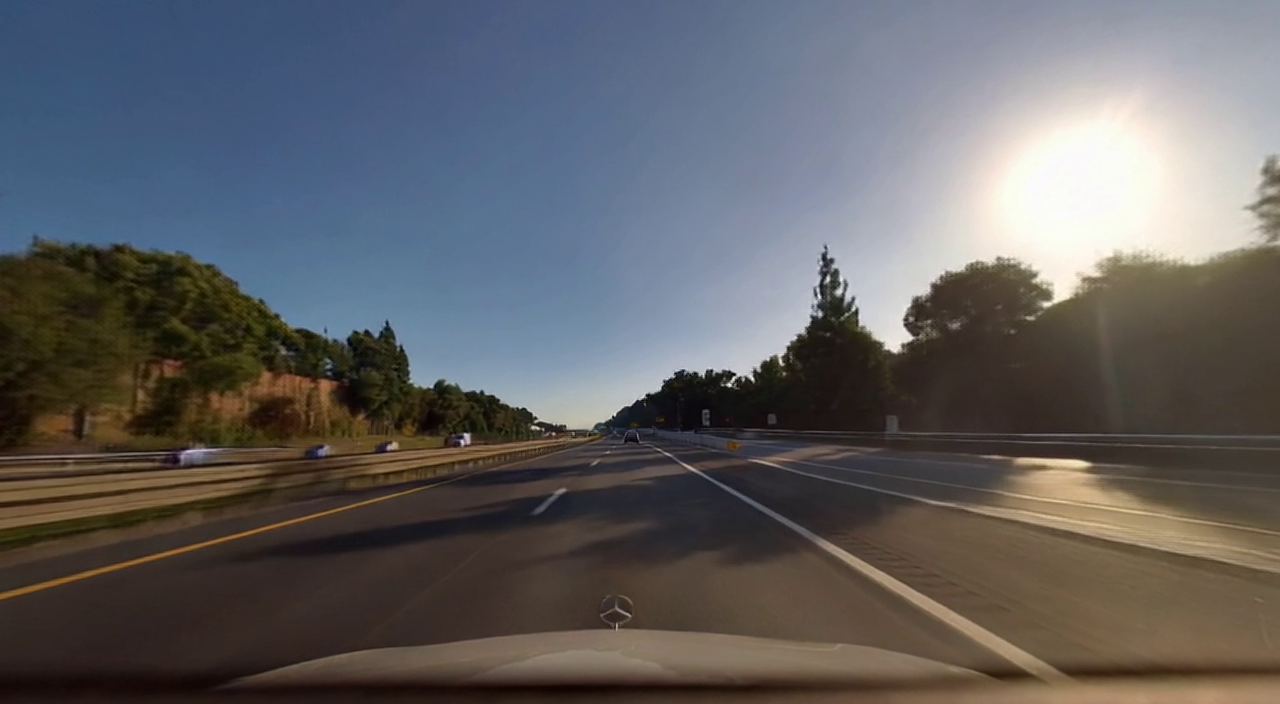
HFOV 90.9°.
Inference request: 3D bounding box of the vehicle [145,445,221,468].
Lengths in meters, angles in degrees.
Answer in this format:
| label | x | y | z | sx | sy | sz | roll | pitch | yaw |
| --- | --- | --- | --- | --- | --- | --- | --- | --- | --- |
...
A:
| label | x | y | z | sx | sy | sz | roll | pitch | yaw |
| --- | --- | --- | --- | --- | --- | --- | --- | --- | --- |
| vehicle | -32.989 | 7.566 | 45.662 | 1.861 | 1.498 | 4.712 | 0 | -8 | 1 |
